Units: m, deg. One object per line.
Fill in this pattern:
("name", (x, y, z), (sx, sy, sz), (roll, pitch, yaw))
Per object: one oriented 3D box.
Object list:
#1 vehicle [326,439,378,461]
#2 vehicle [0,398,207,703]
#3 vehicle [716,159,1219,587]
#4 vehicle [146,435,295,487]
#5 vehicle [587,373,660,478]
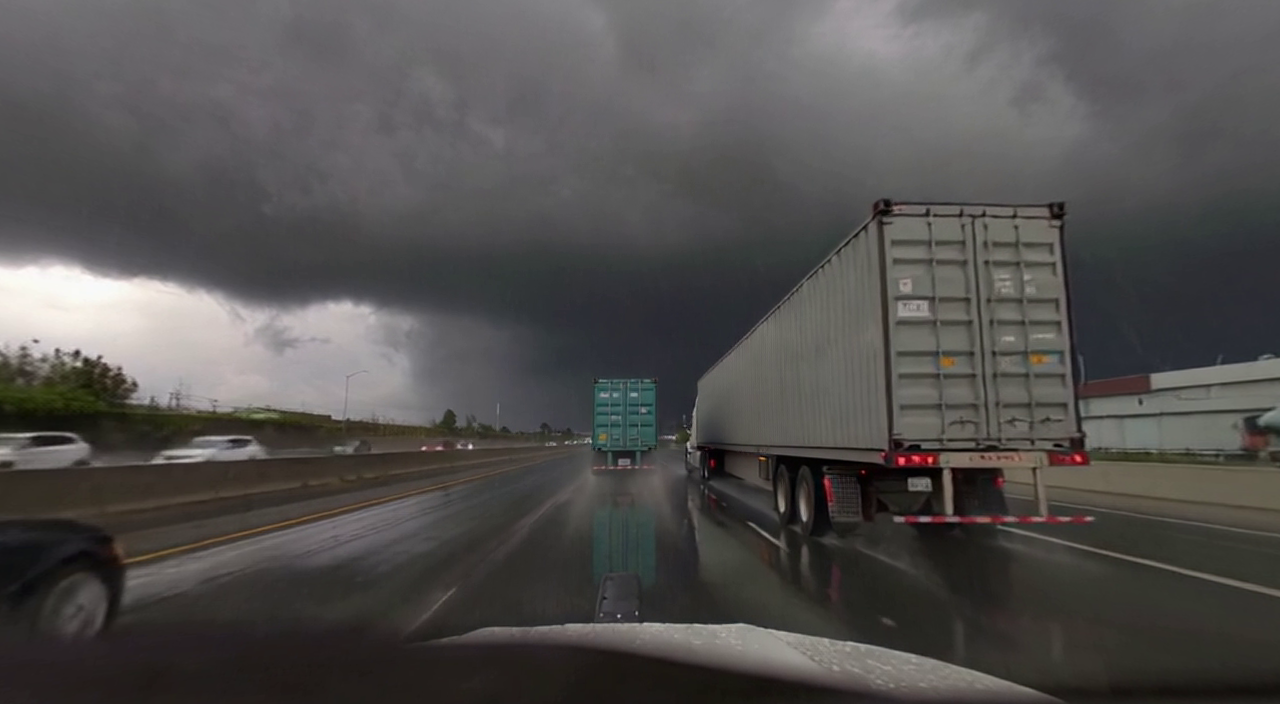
("vehicle", (-21.901, 7.480, 48.341), (2.037, 1.630, 4.440), (0, -9, -2))
("vehicle", (-3.777, 0.796, 1.708), (1.994, 1.471, 4.591), (0, -9, -1))
("vehicle", (3.759, 1.036, 12.307), (2.803, 4.072, 12.744), (0, -9, -1))
("vehicle", (-13.083, 3.411, 20.133), (1.814, 1.449, 4.409), (0, -9, -2))
("vehicle", (-0.524, 3.778, 30.985), (2.841, 4.071, 12.046), (-1, -9, 1))
